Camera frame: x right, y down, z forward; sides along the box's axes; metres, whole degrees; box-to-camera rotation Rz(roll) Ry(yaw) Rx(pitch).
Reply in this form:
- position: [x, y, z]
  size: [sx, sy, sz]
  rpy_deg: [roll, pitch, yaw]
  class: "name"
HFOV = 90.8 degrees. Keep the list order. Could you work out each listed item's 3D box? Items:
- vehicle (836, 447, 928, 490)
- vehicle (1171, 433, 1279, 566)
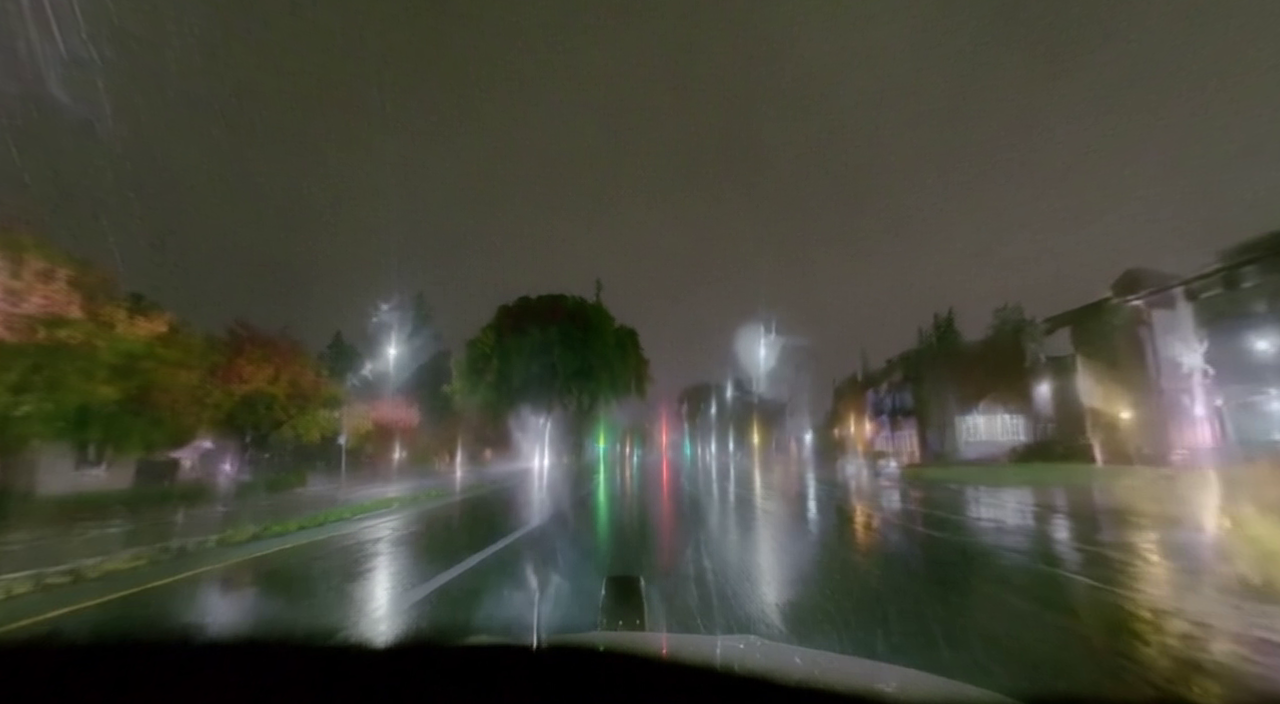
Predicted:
- position: [9.766, 4.729, 25.913]
  size: [2.076, 1.547, 4.398]
  rpy_deg: [-1, -9, 1]
  class: "vehicle"
- position: [9.356, 1.812, 7.584]
  size: [1.990, 1.728, 4.597]
  rpy_deg: [-1, -9, 1]
  class: "vehicle"
